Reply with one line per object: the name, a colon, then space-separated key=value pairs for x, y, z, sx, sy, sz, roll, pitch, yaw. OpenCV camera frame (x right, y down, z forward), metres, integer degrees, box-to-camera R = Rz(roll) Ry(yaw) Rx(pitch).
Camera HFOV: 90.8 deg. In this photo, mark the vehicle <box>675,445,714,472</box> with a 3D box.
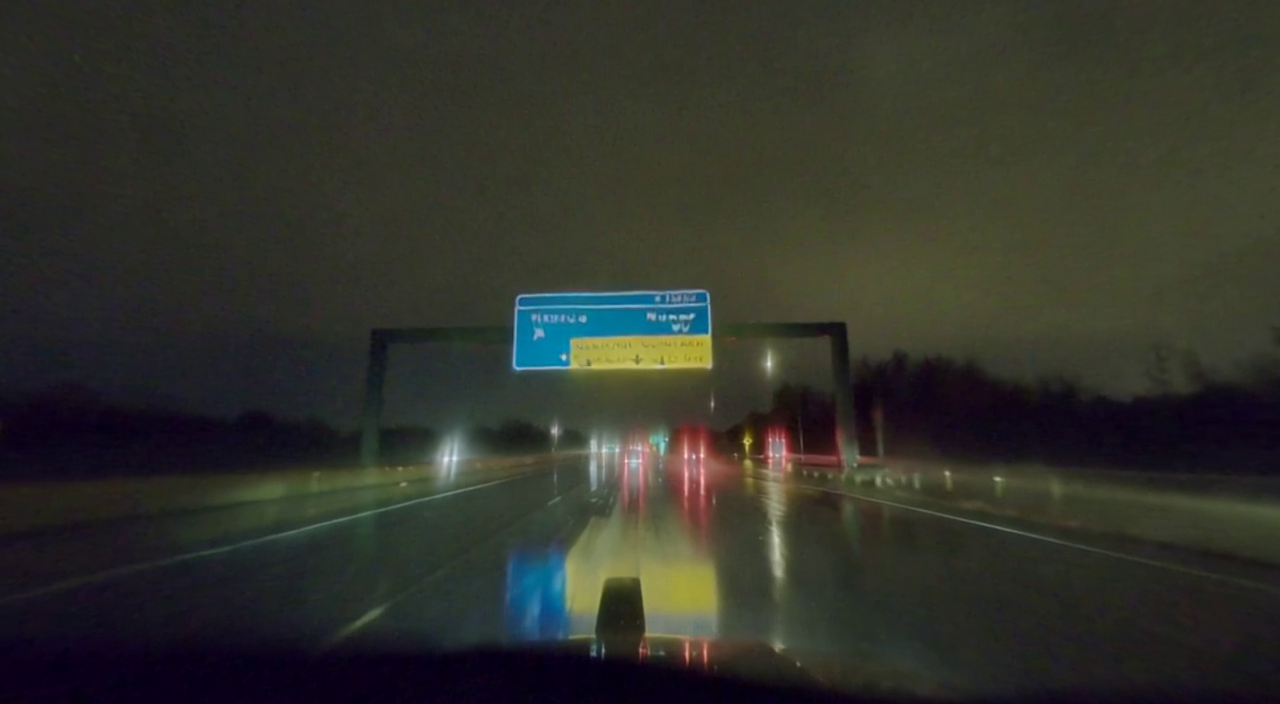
vehicle: x=3.557 y=7.108 z=42.333 sx=2.133 sy=1.746 sz=4.511 roll=0 pitch=-9 yaw=-1
